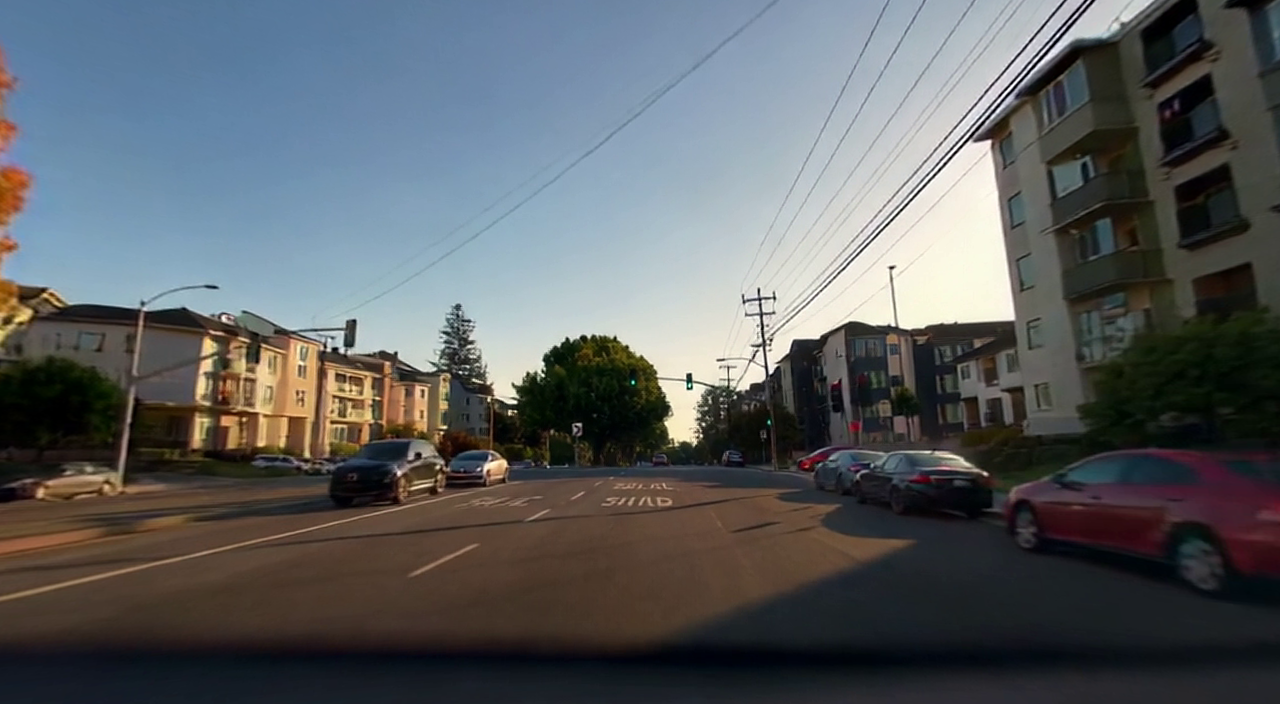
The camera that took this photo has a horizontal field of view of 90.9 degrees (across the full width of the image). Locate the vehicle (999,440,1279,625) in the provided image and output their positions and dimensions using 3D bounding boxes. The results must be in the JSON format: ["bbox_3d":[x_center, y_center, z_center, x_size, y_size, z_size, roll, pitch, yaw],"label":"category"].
[{"bbox_3d":[6.212,1.693,6.774,2.121,1.459,4.591,0,-8,2],"label":"vehicle"}]

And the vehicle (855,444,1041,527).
[{"bbox_3d":[6.305,2.741,13.653,1.839,1.461,4.645,0,-8,2],"label":"vehicle"}]

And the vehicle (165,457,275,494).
[{"bbox_3d":[-19.298,5.675,29.259,1.895,1.452,4.483,-1,-8,3],"label":"vehicle"}]

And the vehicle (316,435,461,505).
[{"bbox_3d":[-7.194,3.399,18.745,2.074,1.794,4.832,-1,-8,3],"label":"vehicle"}]

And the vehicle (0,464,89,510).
[{"bbox_3d":[-22.897,4.854,22.767,1.846,1.489,4.409,-1,-8,3],"label":"vehicle"}]

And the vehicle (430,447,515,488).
[{"bbox_3d":[-6.650,4.594,25.588,1.953,1.471,4.744,-1,-8,3],"label":"vehicle"}]

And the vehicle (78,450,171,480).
[{"bbox_3d":[-31.121,6.850,38.136,4.296,1.502,1.823,-5,-11,8],"label":"vehicle"}]
